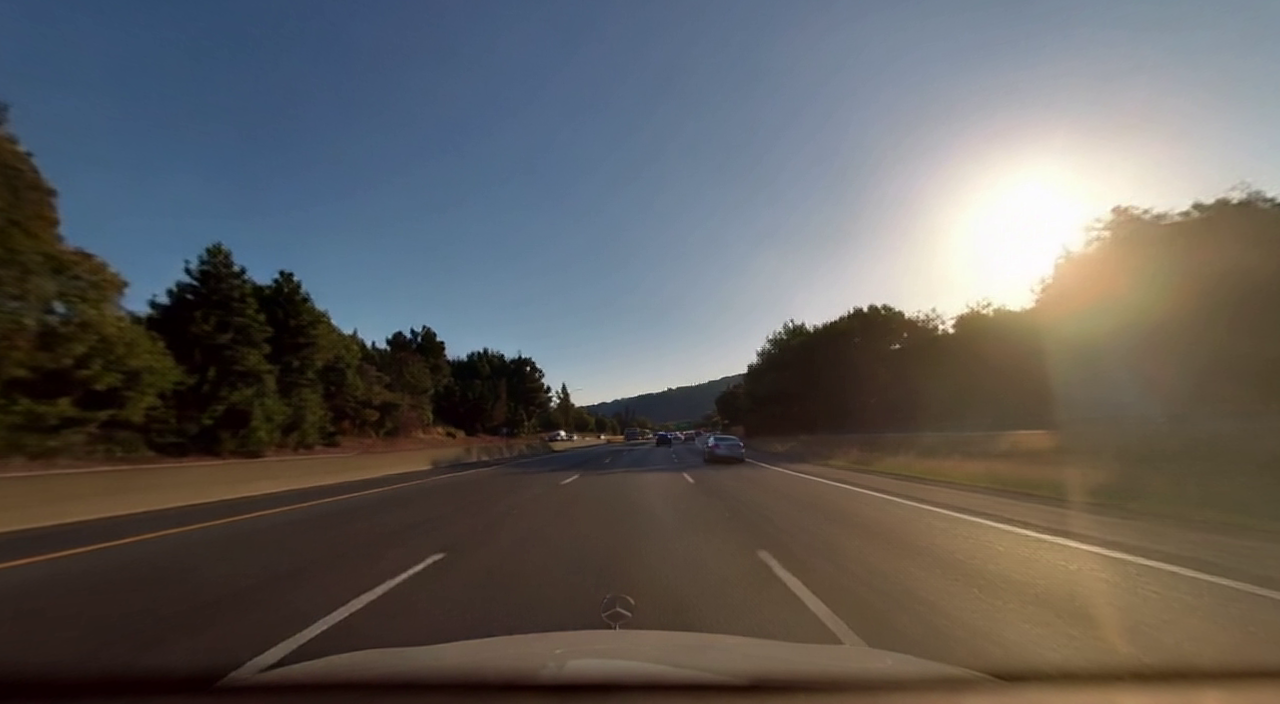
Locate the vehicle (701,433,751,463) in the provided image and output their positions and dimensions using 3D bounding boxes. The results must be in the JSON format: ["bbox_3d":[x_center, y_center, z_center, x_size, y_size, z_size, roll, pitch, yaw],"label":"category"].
[{"bbox_3d":[4.356,4.948,32.567,1.982,1.452,4.294,0,-8,0],"label":"vehicle"}]
